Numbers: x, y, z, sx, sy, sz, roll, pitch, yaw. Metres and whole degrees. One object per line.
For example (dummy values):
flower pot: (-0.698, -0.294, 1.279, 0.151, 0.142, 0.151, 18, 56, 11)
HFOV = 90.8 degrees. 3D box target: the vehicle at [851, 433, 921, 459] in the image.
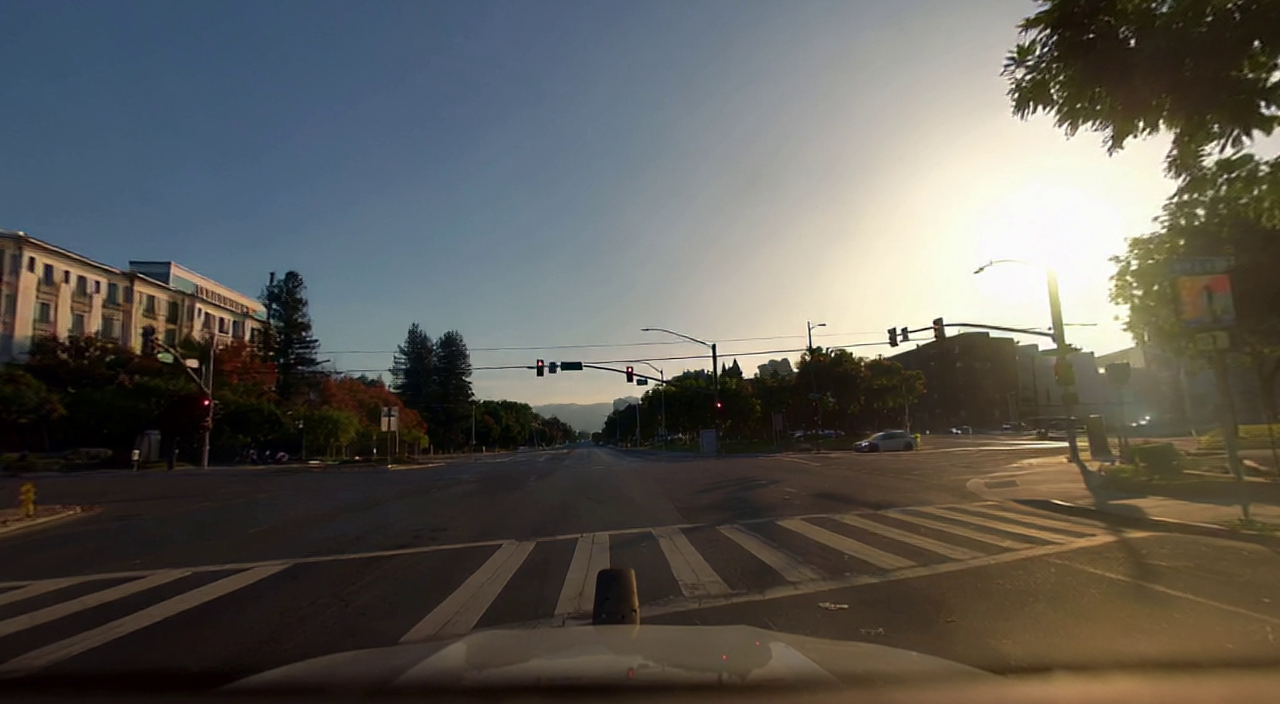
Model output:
vehicle: (17.629, 6.742, 45.246, 4.600, 1.783, 1.970, 4, -10, -26)
